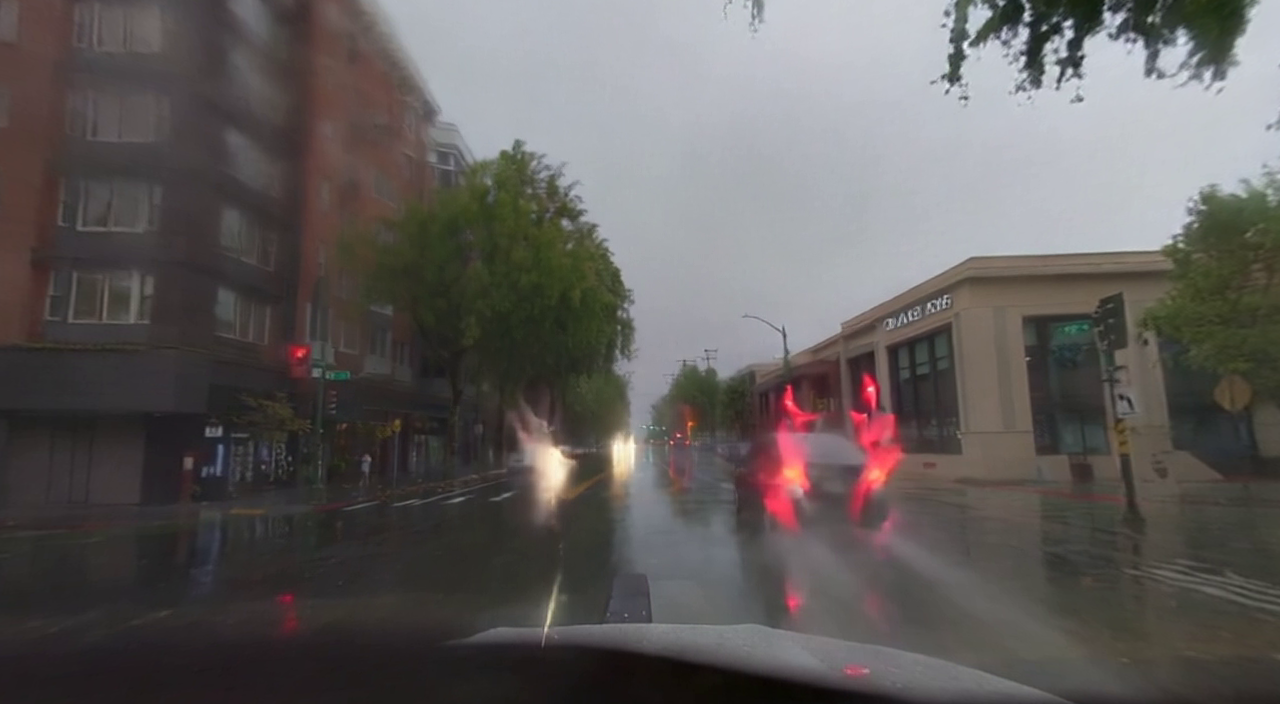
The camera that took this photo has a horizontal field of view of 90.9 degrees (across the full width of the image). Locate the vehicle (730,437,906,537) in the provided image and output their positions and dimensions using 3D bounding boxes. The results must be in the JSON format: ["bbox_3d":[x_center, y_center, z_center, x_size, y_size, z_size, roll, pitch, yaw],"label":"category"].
[{"bbox_3d":[2.962,2.328,11.533,2.014,1.474,4.090,0,-8,0],"label":"vehicle"}]

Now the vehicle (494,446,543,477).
[{"bbox_3d":[-6.916,6.252,36.307,2.127,1.533,4.547,-1,-8,-2],"label":"vehicle"}]
